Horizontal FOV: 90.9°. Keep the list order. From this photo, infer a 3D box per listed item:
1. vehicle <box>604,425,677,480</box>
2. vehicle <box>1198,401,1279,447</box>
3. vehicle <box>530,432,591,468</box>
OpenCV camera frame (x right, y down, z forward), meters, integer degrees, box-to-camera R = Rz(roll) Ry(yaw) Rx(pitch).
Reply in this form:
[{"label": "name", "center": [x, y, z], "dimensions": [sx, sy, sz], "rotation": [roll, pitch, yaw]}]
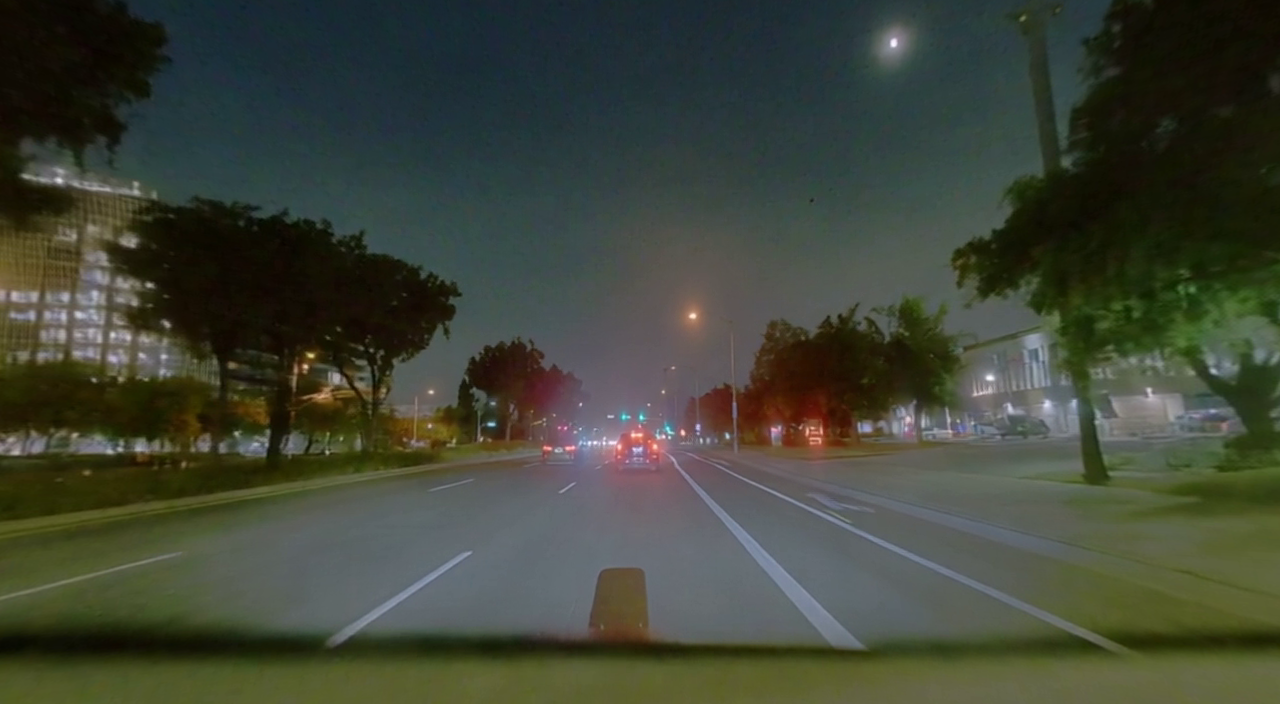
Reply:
[{"label": "vehicle", "center": [0.011, 3.337, 21.151], "dimensions": [2.199, 1.652, 4.101], "rotation": [0, -8, 0]}, {"label": "vehicle", "center": [22.014, 2.566, 21.981], "dimensions": [1.833, 1.471, 4.656], "rotation": [-2, -9, 14]}, {"label": "vehicle", "center": [-3.450, 4.354, 28.281], "dimensions": [1.942, 1.462, 4.905], "rotation": [0, -8, 2]}]
